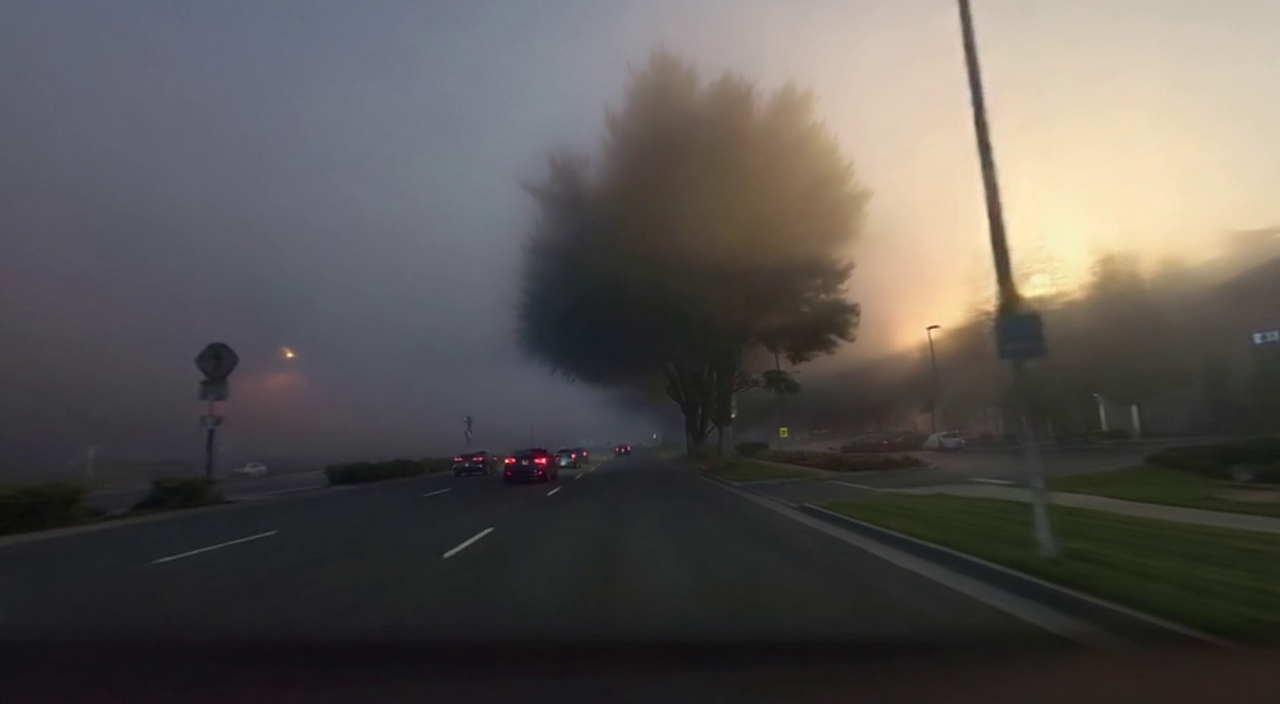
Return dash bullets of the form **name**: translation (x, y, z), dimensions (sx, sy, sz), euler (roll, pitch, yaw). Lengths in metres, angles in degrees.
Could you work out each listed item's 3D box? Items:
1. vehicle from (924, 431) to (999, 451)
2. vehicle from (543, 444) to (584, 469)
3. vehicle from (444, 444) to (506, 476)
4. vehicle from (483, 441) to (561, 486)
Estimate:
- **vehicle**: translation (24.410, 6.775, 48.067), dimensions (4.614, 1.464, 1.856), euler (0, -8, -1)
- **vehicle**: translation (-4.526, 6.286, 38.096), dimensions (1.971, 1.414, 4.317), euler (0, -8, -1)
- **vehicle**: translation (-8.473, 5.555, 32.829), dimensions (1.976, 1.497, 4.709), euler (0, -8, 0)
- **vehicle**: translation (-4.241, 4.061, 23.456), dimensions (2.011, 1.483, 4.596), euler (0, -8, 0)
